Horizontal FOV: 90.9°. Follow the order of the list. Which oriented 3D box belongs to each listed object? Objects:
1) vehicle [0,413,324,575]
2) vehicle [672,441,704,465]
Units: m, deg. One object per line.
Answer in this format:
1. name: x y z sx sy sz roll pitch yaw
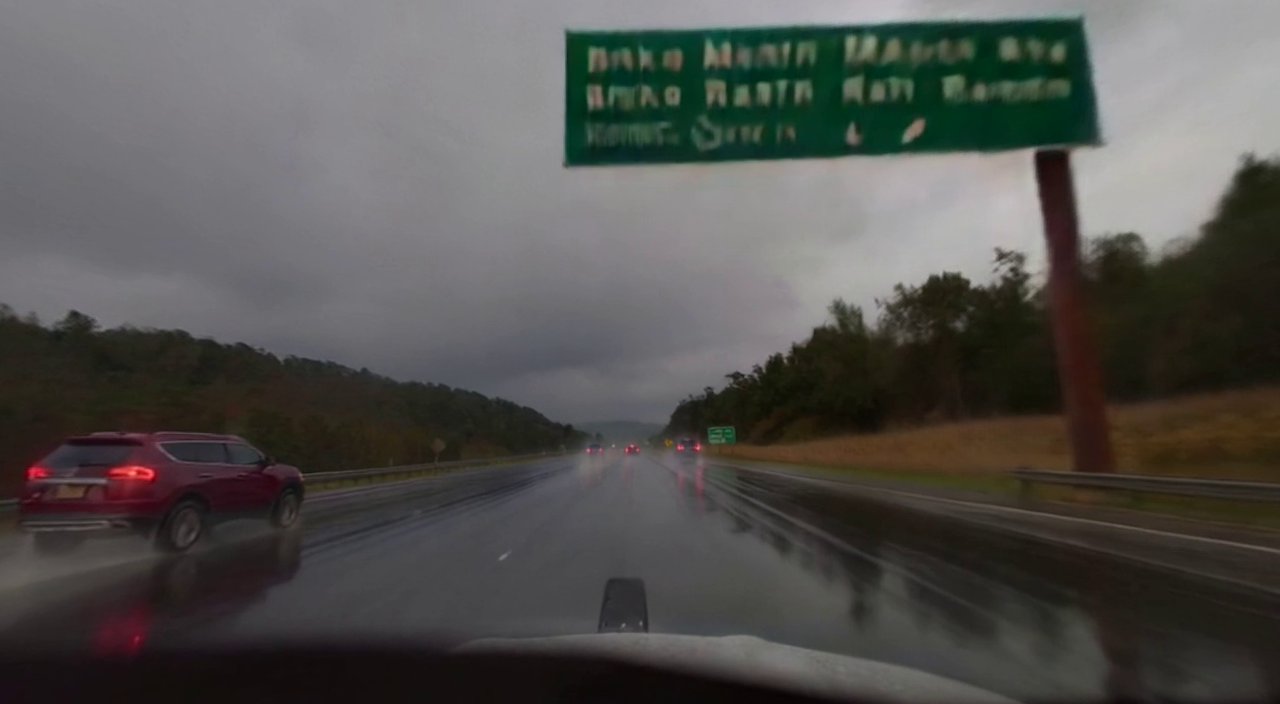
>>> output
1. vehicle: -7.191 1.923 9.487 2.285 1.759 4.968 0 -8 0
2. vehicle: 3.668 7.814 48.987 1.995 1.712 4.206 0 -8 -2
